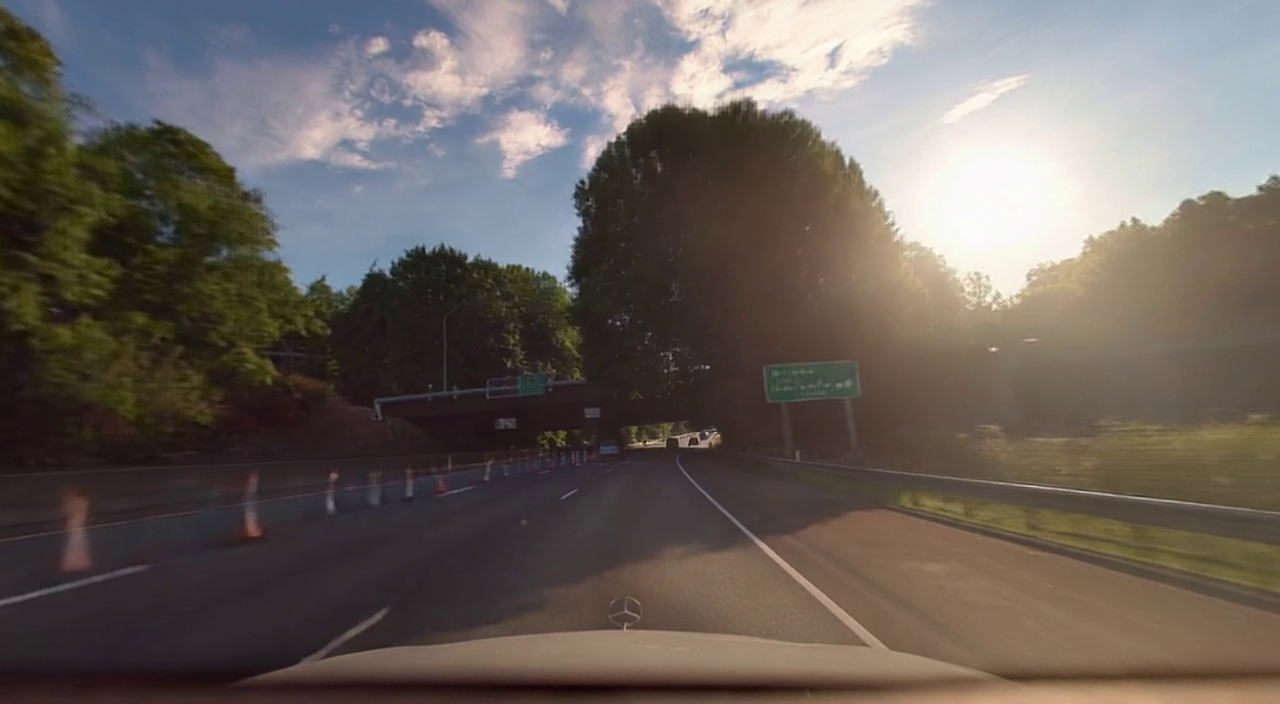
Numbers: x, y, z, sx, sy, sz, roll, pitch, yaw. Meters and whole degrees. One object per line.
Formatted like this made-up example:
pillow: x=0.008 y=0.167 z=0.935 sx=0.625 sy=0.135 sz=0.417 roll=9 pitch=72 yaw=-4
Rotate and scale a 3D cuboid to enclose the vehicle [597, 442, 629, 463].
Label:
vehicle: x=-2.013 y=7.574 z=47.650 sx=2.118 sy=1.475 sz=4.263 roll=-1 pitch=-8 yaw=2
